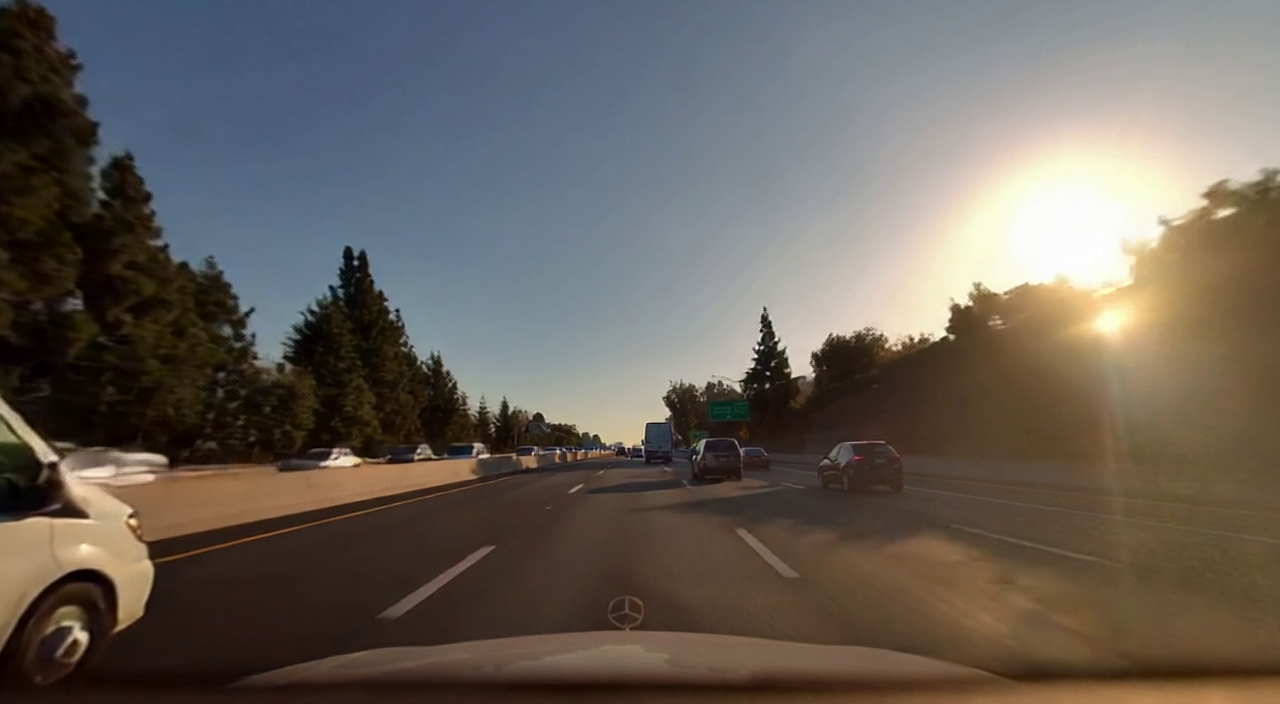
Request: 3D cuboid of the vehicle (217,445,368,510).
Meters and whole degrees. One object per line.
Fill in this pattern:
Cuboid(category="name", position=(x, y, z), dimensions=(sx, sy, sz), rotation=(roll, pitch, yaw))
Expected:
Cuboid(category="vehicle", position=(-8.762, 3.154, 16.322), dimensions=(1.833, 1.441, 3.593), rotation=(0, -8, 0))

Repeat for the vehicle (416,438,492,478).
Cuboid(category="vehicle", position=(-8.529, 4.882, 29.364), dimensions=(2.112, 1.672, 4.433), rotation=(0, -8, 1))

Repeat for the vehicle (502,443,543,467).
Cuboid(category="vehicle", position=(-8.255, 7.263, 44.529), dimensions=(1.959, 1.584, 4.421), rotation=(0, -8, 1))

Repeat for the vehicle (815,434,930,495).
Cuboid(category="vehicle", position=(7.280, 3.547, 20.285), dimensions=(1.976, 1.703, 4.288), rotation=(0, -8, -1))

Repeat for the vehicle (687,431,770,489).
Cuboid(category="vehicle", position=(3.046, 3.854, 22.919), dimensions=(2.209, 1.862, 4.717), rotation=(0, -8, -1))

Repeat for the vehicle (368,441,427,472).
Cuboid(category="vehicle", position=(-15.957, 6.869, 41.755), dimensions=(2.000, 1.903, 4.657), rotation=(0, -8, 1))
